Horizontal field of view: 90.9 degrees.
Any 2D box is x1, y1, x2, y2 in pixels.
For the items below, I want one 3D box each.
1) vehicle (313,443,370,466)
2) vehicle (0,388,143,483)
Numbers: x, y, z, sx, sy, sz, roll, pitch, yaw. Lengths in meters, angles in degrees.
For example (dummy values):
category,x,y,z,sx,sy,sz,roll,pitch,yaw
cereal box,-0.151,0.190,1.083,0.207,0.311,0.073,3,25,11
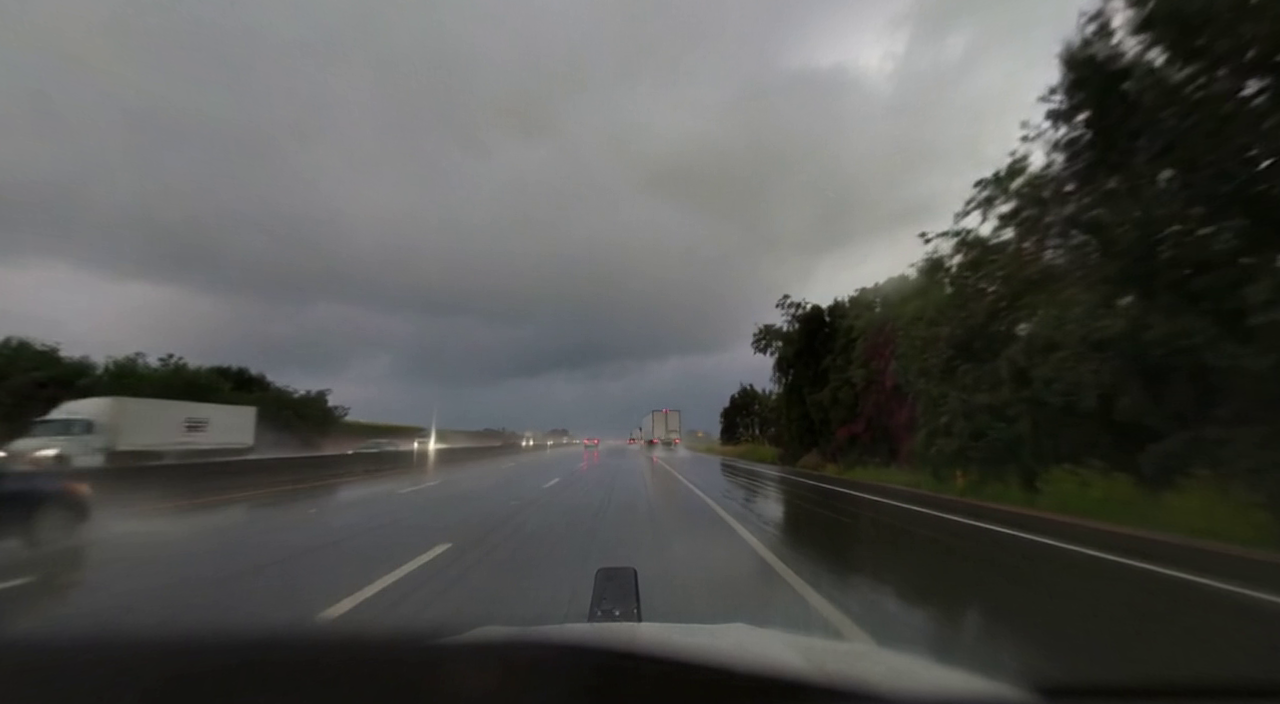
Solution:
category,x,y,z,sx,sy,sz,roll,pitch,yaw
vehicle,-19.930,6.829,42.268,1.893,1.434,4.118,0,-8,-1
vehicle,-23.333,3.344,25.268,2.851,3.407,4.697,0,-8,-2
